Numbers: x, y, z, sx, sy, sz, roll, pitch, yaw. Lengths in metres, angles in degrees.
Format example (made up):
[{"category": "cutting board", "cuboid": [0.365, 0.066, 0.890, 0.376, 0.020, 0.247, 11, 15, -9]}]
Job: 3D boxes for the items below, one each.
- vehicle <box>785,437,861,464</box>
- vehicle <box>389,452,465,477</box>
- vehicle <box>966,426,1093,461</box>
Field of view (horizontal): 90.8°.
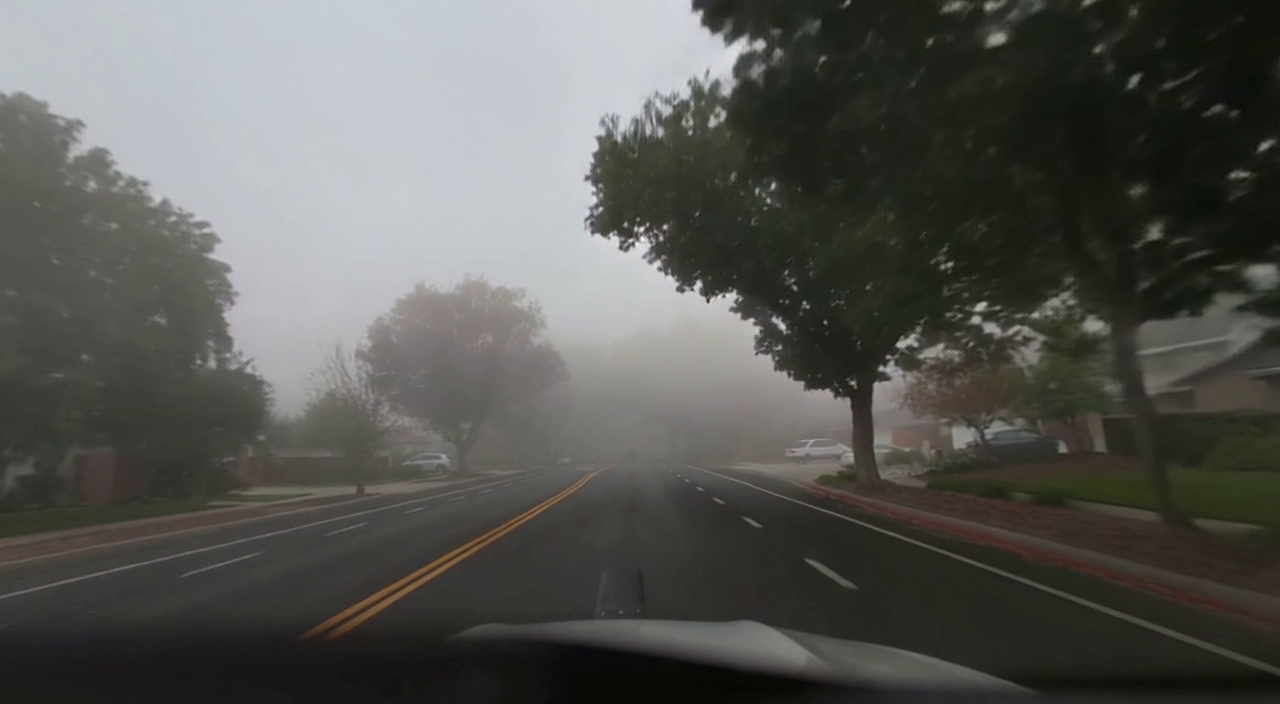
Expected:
[{"category": "vehicle", "cuboid": [12.003, 6.493, 41.638, 4.392, 1.685, 1.959, 1, -8, -4]}, {"category": "vehicle", "cuboid": [-15.679, 8.277, 46.714, 4.859, 1.780, 2.031, 0, -9, 2]}, {"category": "vehicle", "cuboid": [16.897, 4.046, 27.610, 1.867, 1.390, 4.234, 4, -10, -34]}]
